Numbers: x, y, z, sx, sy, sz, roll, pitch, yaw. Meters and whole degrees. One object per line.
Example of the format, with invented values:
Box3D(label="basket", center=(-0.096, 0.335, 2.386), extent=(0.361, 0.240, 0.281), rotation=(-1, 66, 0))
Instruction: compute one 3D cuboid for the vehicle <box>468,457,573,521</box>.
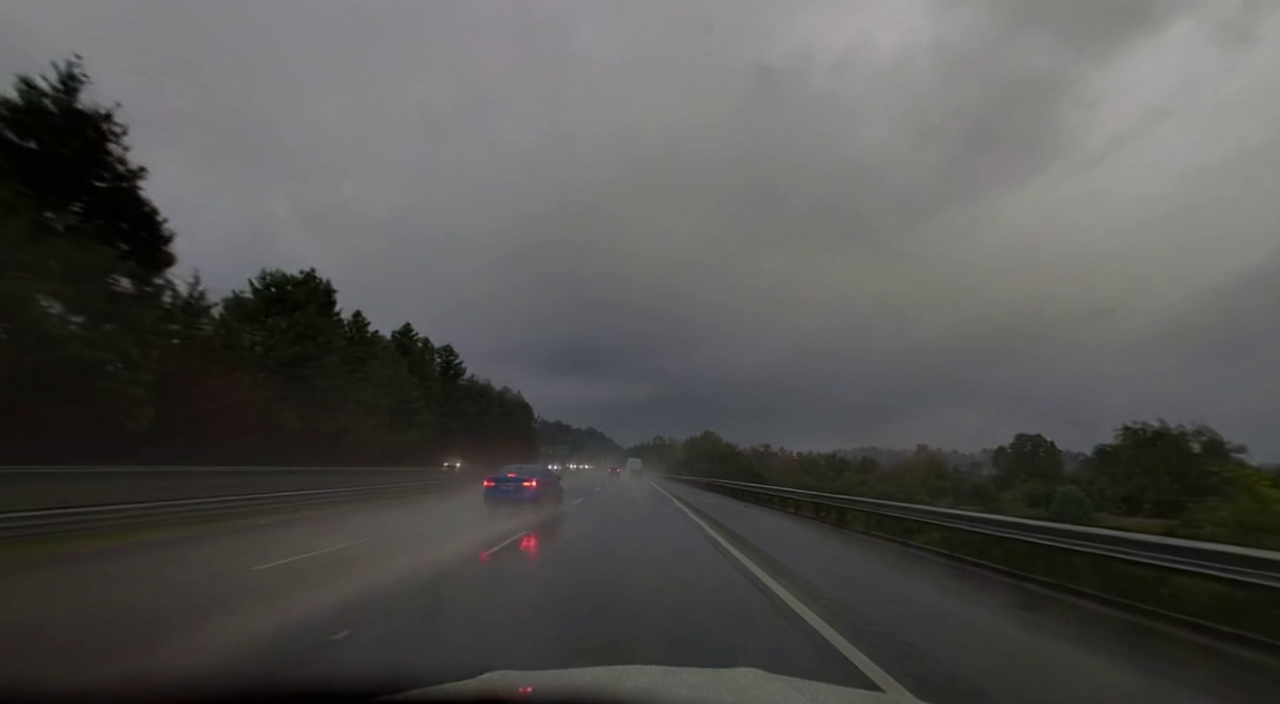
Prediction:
Box3D(label="vehicle", center=(-3.030, 3.606, 16.857), extent=(2.040, 1.465, 3.744), rotation=(1, -11, 0))
